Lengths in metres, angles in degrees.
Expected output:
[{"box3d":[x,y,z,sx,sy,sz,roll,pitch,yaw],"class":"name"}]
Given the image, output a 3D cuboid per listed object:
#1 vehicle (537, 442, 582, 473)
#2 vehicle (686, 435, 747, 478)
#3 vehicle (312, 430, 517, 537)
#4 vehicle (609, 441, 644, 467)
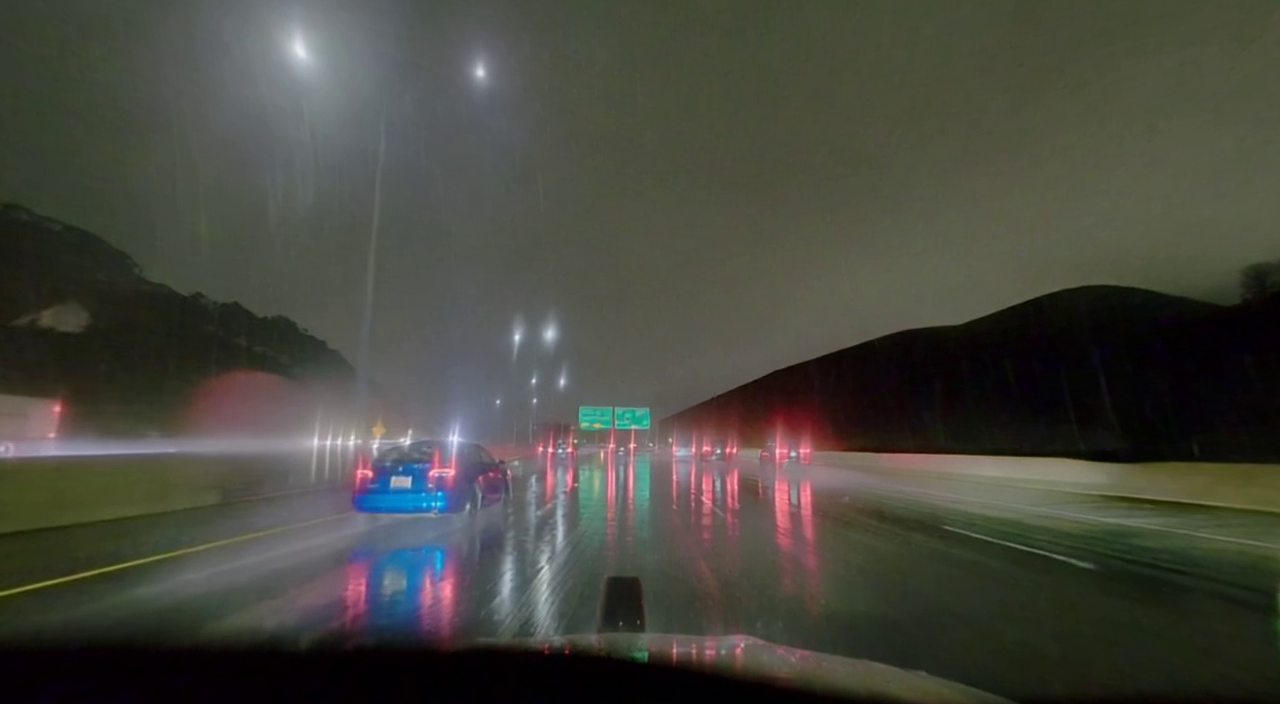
[{"box3d":[-4.077,5.403,32.495,1.796,1.464,3.839,0,-9,0],"class":"vehicle"},{"box3d":[3.502,4.901,29.714,2.222,1.820,4.733,0,-9,0],"class":"vehicle"},{"box3d":[-3.674,2.220,11.261,1.993,1.500,4.248,0,-9,1],"class":"vehicle"},{"box3d":[-0.823,6.565,40.653,2.147,1.572,4.094,0,-9,0],"class":"vehicle"}]
